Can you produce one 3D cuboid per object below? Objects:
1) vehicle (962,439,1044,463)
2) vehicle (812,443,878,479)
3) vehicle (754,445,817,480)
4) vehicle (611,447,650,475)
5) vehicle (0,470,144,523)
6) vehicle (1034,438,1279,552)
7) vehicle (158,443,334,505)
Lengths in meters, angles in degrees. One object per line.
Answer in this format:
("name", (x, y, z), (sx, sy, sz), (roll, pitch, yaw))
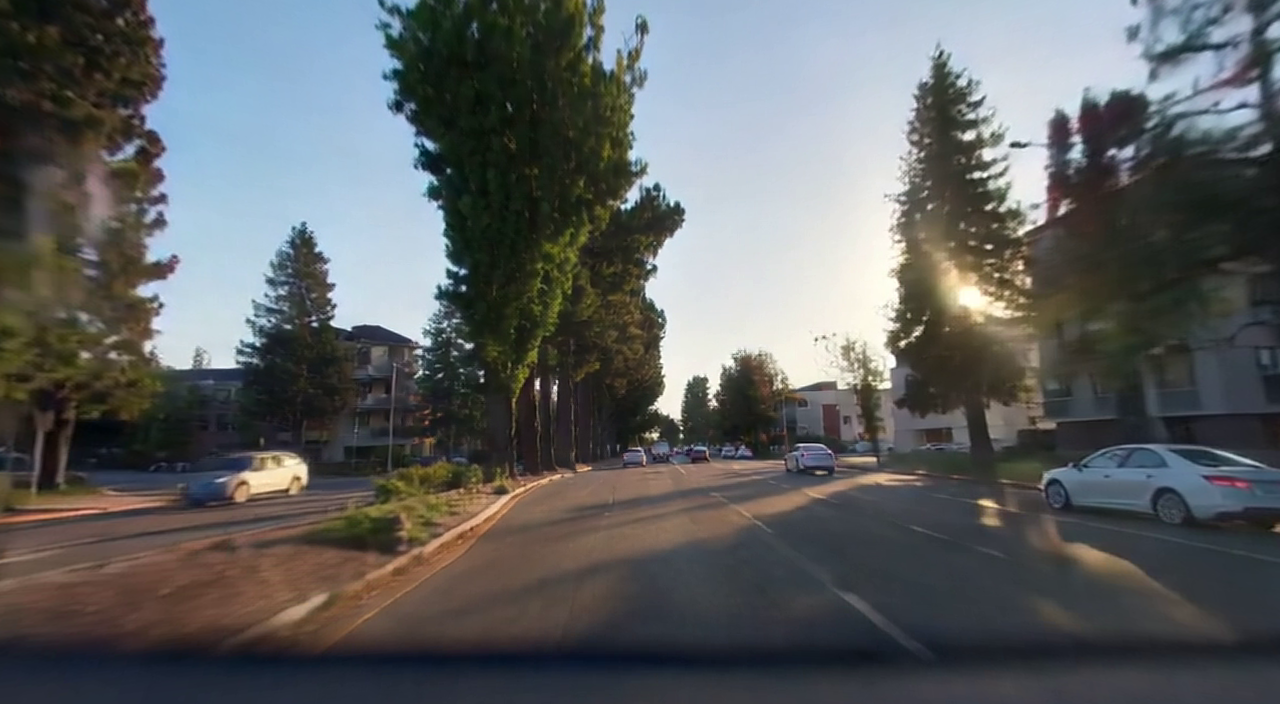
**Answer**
("vehicle", (27.867, 7.594, 48.658), (5.026, 1.733, 2.014), (0, -8, 2))
("vehicle", (10.366, 5.511, 32.279), (1.945, 1.687, 4.292), (0, -9, 1))
("vehicle", (6.601, 5.046, 29.093), (2.020, 1.472, 3.958), (0, -9, 2))
("vehicle", (-0.512, 6.184, 35.949), (2.077, 1.477, 3.897), (0, -9, 0))
("vehicle", (-18.322, 4.492, 20.063), (1.769, 1.344, 3.947), (-1, -9, 3))
("vehicle", (9.154, 2.275, 10.848), (1.888, 1.508, 4.646), (-1, -9, 2))
("vehicle", (-14.791, 4.587, 24.372), (2.879, 2.048, 5.861), (-1, -9, 2))
